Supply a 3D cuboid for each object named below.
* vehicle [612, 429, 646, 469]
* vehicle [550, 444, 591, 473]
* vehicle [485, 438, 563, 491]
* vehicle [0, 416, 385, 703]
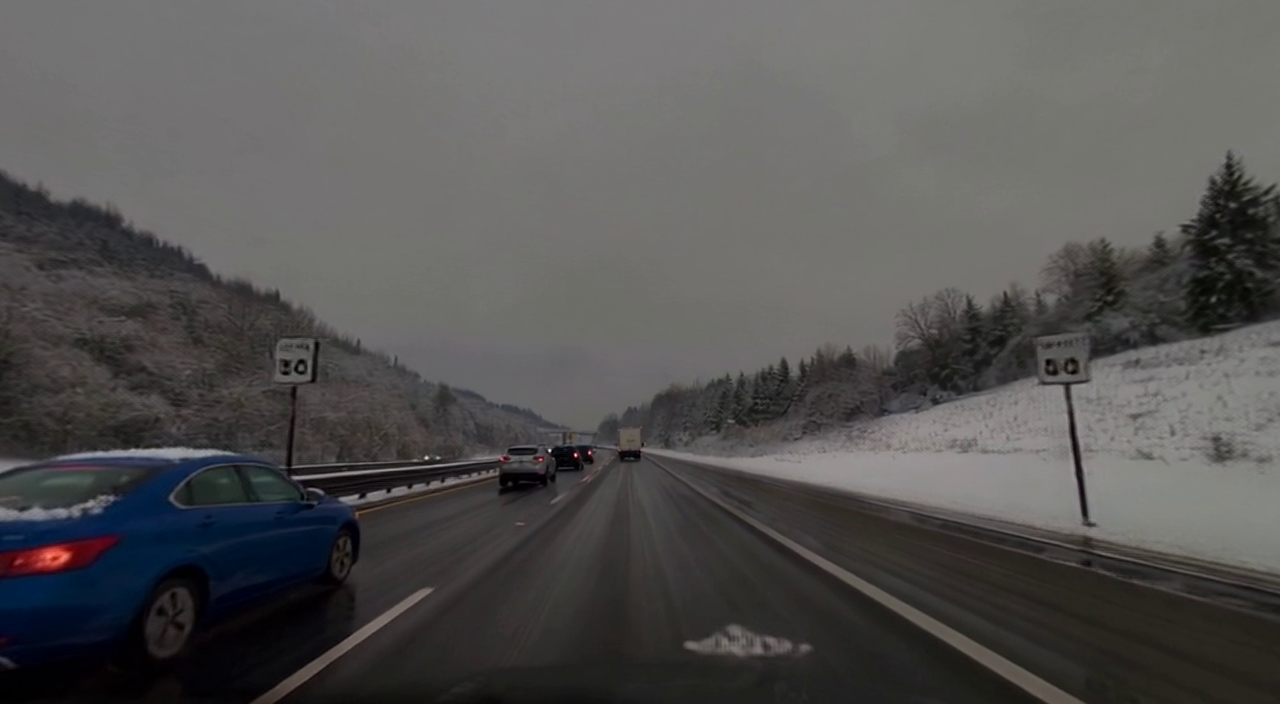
[{"bbox_3d":[-0.714,6.909,44.749,2.227,2.611,5.900,0,-9,0],"label":"vehicle"},{"bbox_3d":[-4.164,6.424,38.333,2.044,1.624,4.032,0,-9,0],"label":"vehicle"},{"bbox_3d":[-4.069,4.025,22.883,2.073,1.694,4.162,0,-9,0],"label":"vehicle"},{"bbox_3d":[-3.775,1.301,4.578,1.988,1.440,4.504,0,-9,-1],"label":"vehicle"}]
